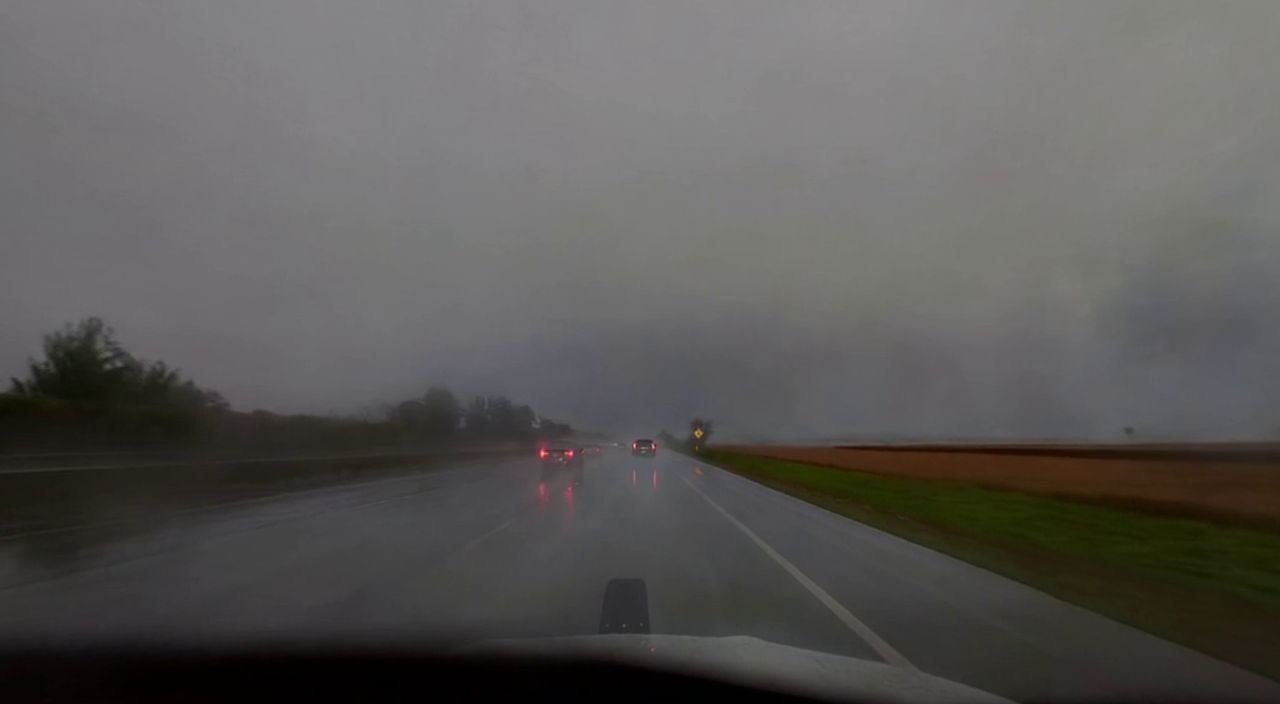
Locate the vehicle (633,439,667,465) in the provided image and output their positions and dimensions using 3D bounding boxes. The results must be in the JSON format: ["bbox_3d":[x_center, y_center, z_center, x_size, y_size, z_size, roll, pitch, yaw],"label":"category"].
[{"bbox_3d":[0.734,6.954,44.163,2.259,1.697,4.106,0,-8,1],"label":"vehicle"}]

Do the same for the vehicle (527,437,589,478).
[{"bbox_3d":[-3.527,4.628,27.943,2.028,1.634,4.441,-1,-8,2],"label":"vehicle"}]
